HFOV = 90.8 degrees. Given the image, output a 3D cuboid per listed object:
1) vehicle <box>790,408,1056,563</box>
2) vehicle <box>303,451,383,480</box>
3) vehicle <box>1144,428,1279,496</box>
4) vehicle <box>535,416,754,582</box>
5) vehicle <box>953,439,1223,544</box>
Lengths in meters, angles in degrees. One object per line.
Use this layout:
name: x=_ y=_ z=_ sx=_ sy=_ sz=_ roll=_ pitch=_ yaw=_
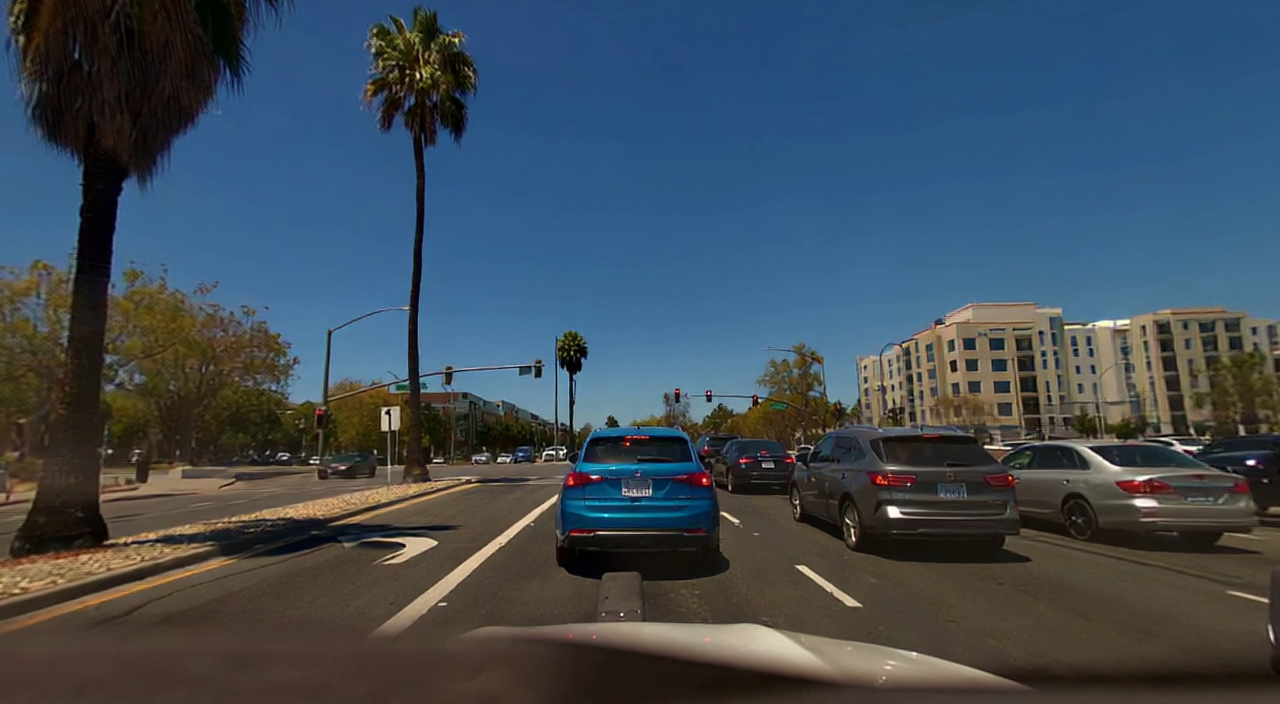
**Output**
vehicle: x=3.679 y=1.813 z=9.239 sx=1.947 sy=1.725 sz=4.159 roll=0 pitch=-9 yaw=0
vehicle: x=-16.154 y=6.168 z=34.659 sx=2.021 sy=1.464 sz=4.505 roll=0 pitch=-9 yaw=2
vehicle: x=18.073 y=3.196 z=18.472 sx=4.786 sy=1.848 sz=2.107 roll=0 pitch=-9 yaw=-1
vehicle: x=0.035 y=1.709 z=8.109 sx=2.083 sy=1.572 sz=4.021 roll=0 pitch=-9 yaw=0
vehicle: x=7.381 y=2.291 z=11.043 sx=1.832 sy=1.477 sz=3.981 roll=0 pitch=-9 yaw=1
